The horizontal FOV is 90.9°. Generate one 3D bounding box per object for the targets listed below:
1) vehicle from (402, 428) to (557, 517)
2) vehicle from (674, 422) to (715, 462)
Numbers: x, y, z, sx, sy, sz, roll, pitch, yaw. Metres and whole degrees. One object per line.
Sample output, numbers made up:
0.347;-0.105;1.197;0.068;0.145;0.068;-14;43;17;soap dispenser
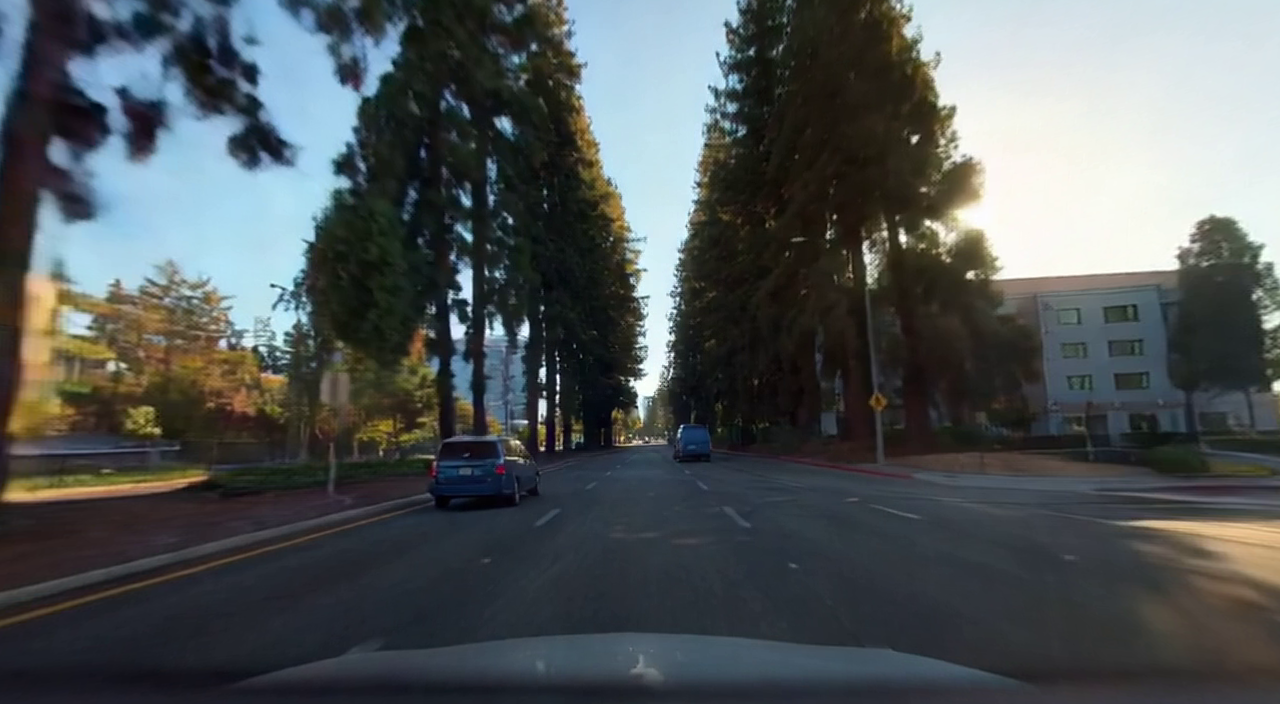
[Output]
-3.224;2.527;13.796;2.129;1.602;4.532;0;-8;1;vehicle
3.771;6.449;45.106;2.349;2.671;5.744;0;-8;-1;vehicle
